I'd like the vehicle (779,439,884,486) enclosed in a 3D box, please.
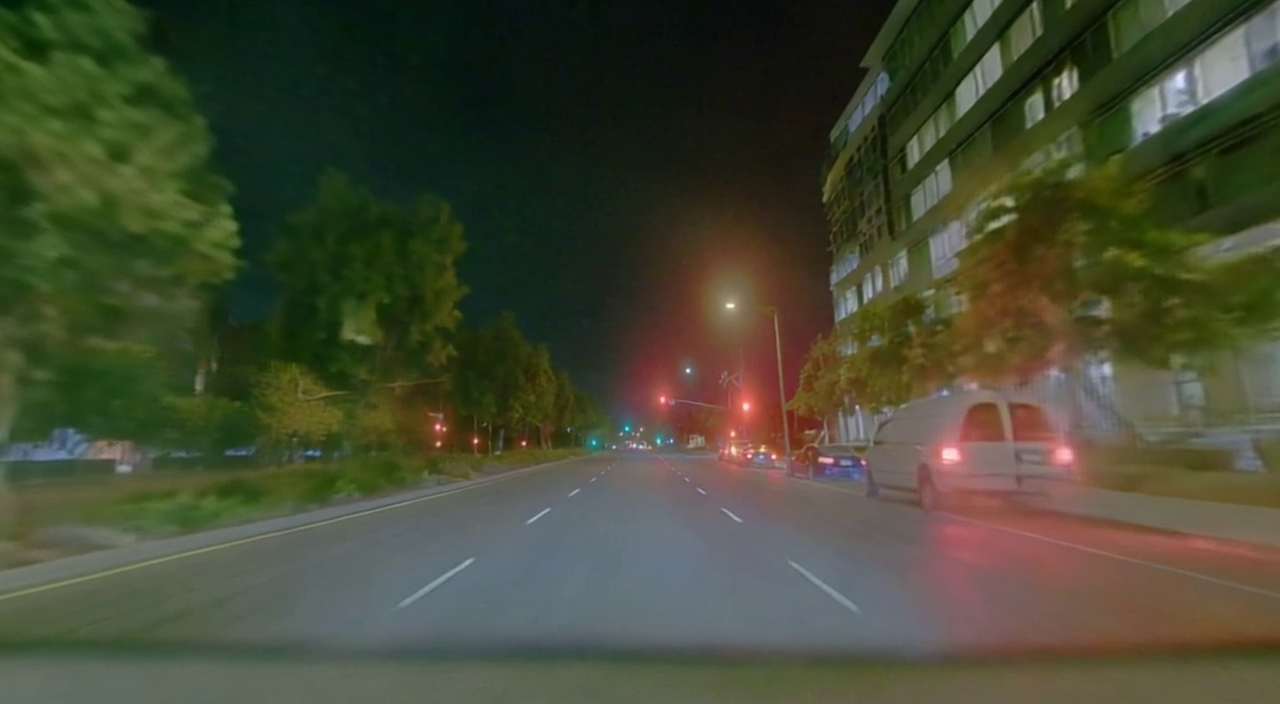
[{"bbox_3d":[6.672,3.886,22.614,2.109,1.477,4.963,0,-8,-1],"label":"vehicle"}]

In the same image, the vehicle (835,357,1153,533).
[{"bbox_3d":[6.227,1.827,12.555,2.762,2.607,6.182,0,-8,1],"label":"vehicle"}]

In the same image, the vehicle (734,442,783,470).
[{"bbox_3d":[6.745,5.947,36.293,1.847,1.472,4.846,0,-8,0],"label":"vehicle"}]
